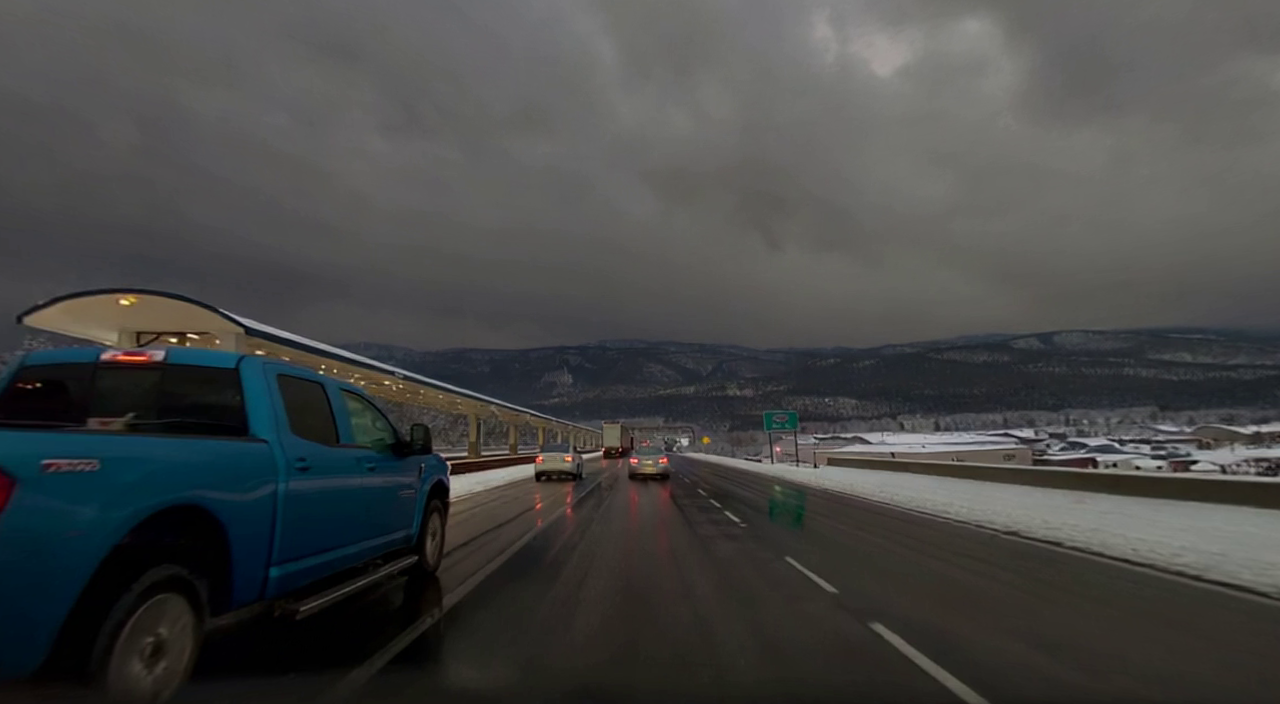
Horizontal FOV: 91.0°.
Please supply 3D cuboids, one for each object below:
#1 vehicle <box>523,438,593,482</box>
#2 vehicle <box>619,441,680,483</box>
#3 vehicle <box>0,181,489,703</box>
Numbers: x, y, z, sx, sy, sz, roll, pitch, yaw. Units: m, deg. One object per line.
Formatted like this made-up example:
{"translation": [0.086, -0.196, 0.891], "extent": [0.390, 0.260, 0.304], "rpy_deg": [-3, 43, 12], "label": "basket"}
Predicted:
{"translation": [-3.225, 4.376, 25.794], "extent": [2.151, 1.613, 4.786], "rpy_deg": [0, -8, 1], "label": "vehicle"}
{"translation": [0.328, 4.242, 24.561], "extent": [2.171, 1.493, 4.081], "rpy_deg": [0, -9, 0], "label": "vehicle"}
{"translation": [-3.581, 0.985, 5.393], "extent": [2.733, 2.230, 6.820], "rpy_deg": [0, -8, 1], "label": "vehicle"}
